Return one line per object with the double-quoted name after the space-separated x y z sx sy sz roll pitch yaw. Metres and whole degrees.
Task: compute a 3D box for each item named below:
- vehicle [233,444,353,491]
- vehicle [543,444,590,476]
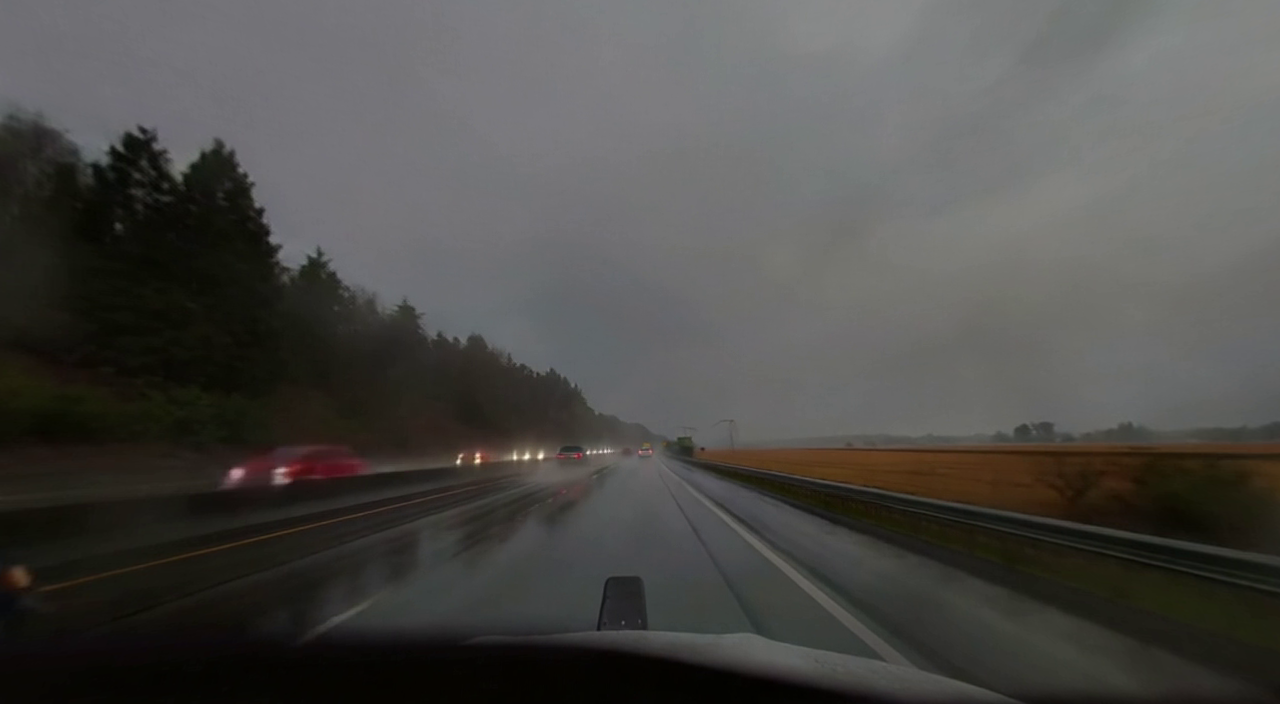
-12.598 4.214 23.257 1.943 1.550 4.277 0 -9 0 "vehicle"
-4.053 6.045 35.562 2.095 1.664 4.305 0 -9 0 "vehicle"
